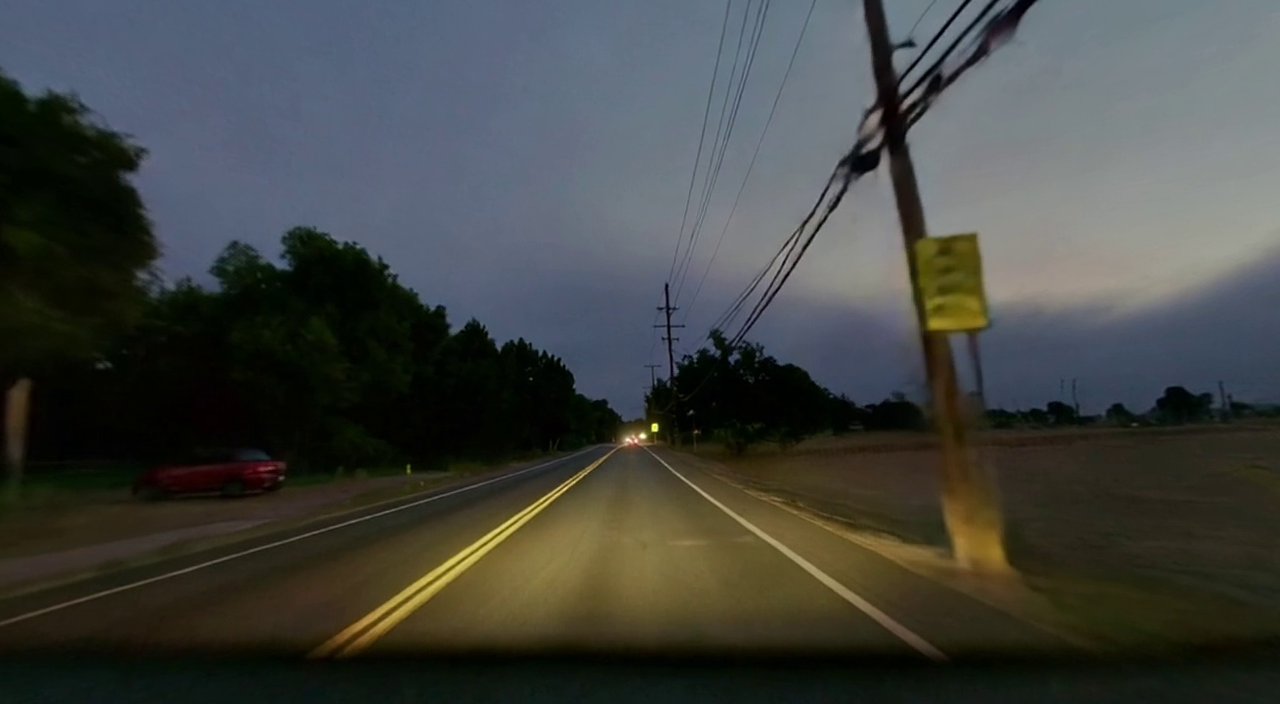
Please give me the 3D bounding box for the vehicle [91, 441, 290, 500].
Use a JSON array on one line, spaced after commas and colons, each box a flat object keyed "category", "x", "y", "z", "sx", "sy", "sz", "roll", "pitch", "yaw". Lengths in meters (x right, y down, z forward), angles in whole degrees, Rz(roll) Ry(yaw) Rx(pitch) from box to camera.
[{"category": "vehicle", "x": -14.614, "y": 3.844, "z": 20.717, "sx": 4.894, "sy": 1.774, "sz": 2.150, "roll": -1, "pitch": -8, "yaw": 1}]
